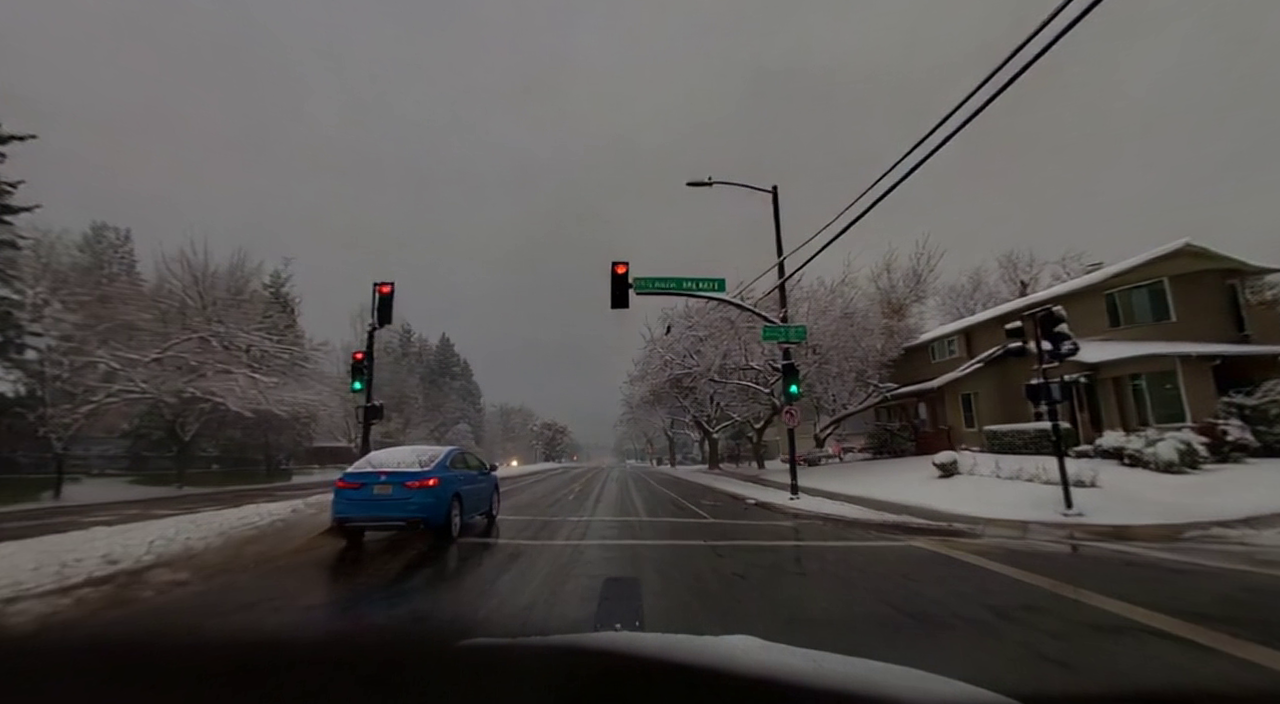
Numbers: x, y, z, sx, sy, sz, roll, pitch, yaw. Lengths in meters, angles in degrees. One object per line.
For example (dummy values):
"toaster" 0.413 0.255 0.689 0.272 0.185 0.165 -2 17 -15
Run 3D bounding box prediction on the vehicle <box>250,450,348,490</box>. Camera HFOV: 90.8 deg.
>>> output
"vehicle" -17.873 6.180 33.520 2.228 1.879 5.638 0 -9 -3

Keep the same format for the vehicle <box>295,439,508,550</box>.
"vehicle" -3.795 2.326 11.097 1.980 1.508 4.502 0 -9 0
